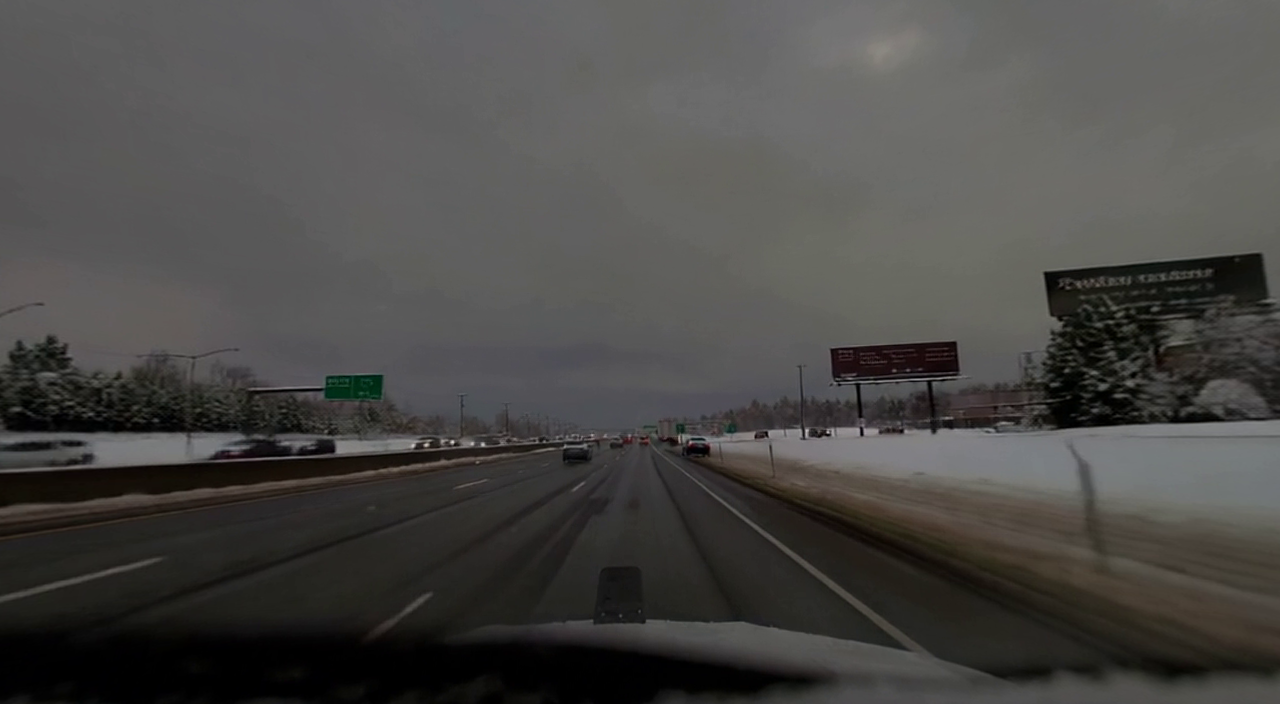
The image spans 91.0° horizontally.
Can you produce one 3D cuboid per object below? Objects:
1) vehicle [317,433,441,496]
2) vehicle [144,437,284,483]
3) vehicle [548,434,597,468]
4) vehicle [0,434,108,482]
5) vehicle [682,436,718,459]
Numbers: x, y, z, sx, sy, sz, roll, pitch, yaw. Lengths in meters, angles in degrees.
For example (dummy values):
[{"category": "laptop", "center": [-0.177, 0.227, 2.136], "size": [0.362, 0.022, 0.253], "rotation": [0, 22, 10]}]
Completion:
[{"category": "vehicle", "center": [-7.102, 3.085, 17.569], "size": [1.865, 1.518, 3.620], "rotation": [0, -9, 1]}, {"category": "vehicle", "center": [-16.118, 4.102, 24.207], "size": [1.944, 1.535, 4.831], "rotation": [0, -9, 0]}, {"category": "vehicle", "center": [-3.355, 5.047, 32.081], "size": [2.001, 1.577, 4.055], "rotation": [0, -9, 1]}, {"category": "vehicle", "center": [-23.148, 3.974, 23.887], "size": [1.964, 1.642, 4.444], "rotation": [0, -9, 0]}, {"category": "vehicle", "center": [4.202, 6.855, 44.975], "size": [2.135, 1.532, 4.506], "rotation": [0, -9, 0]}]
